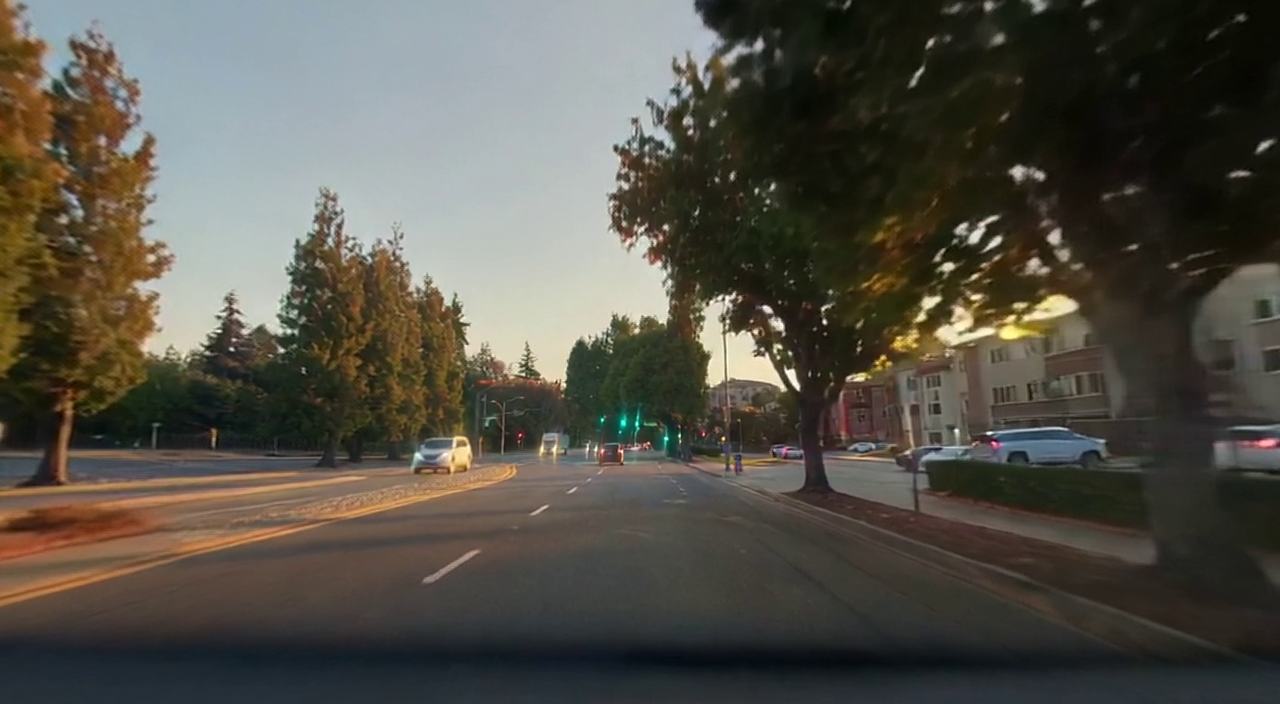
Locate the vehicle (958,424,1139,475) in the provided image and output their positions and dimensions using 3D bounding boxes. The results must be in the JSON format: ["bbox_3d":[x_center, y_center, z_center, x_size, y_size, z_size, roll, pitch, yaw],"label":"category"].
[{"bbox_3d":[15.484,3.701,24.099,5.604,1.833,2.128,1,-9,-7],"label":"vehicle"}]

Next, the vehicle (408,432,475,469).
[{"bbox_3d":[-11.456,5.750,36.941,2.193,1.977,5.481,0,-8,0],"label":"vehicle"}]

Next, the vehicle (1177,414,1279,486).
[{"bbox_3d":[16.779,2.491,16.101,4.564,1.663,2.033,1,-9,-8],"label":"vehicle"}]

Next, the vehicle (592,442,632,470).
[{"bbox_3d":[-1.565,6.015,36.891,2.011,1.498,4.914,0,-8,1],"label":"vehicle"}]
